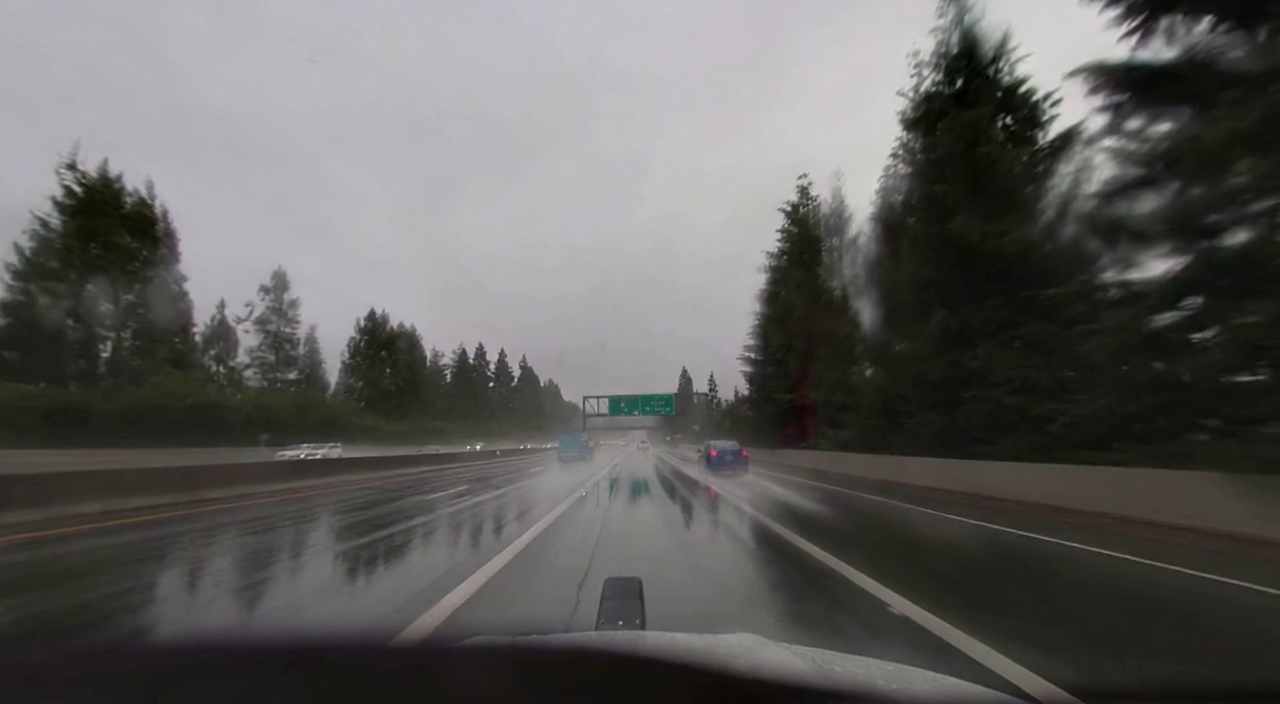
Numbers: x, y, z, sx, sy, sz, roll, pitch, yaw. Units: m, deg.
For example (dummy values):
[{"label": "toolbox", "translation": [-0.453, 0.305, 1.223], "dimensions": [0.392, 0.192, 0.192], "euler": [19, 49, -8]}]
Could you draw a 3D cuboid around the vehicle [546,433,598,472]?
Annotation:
[{"label": "vehicle", "translation": [-3.379, 5.125, 32.315], "dimensions": [2.173, 1.793, 4.564], "euler": [0, -9, 0]}]

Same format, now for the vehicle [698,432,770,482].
[{"label": "vehicle", "translation": [3.506, 4.016, 24.331], "dimensions": [2.053, 1.714, 4.097], "euler": [0, -9, -1]}]
